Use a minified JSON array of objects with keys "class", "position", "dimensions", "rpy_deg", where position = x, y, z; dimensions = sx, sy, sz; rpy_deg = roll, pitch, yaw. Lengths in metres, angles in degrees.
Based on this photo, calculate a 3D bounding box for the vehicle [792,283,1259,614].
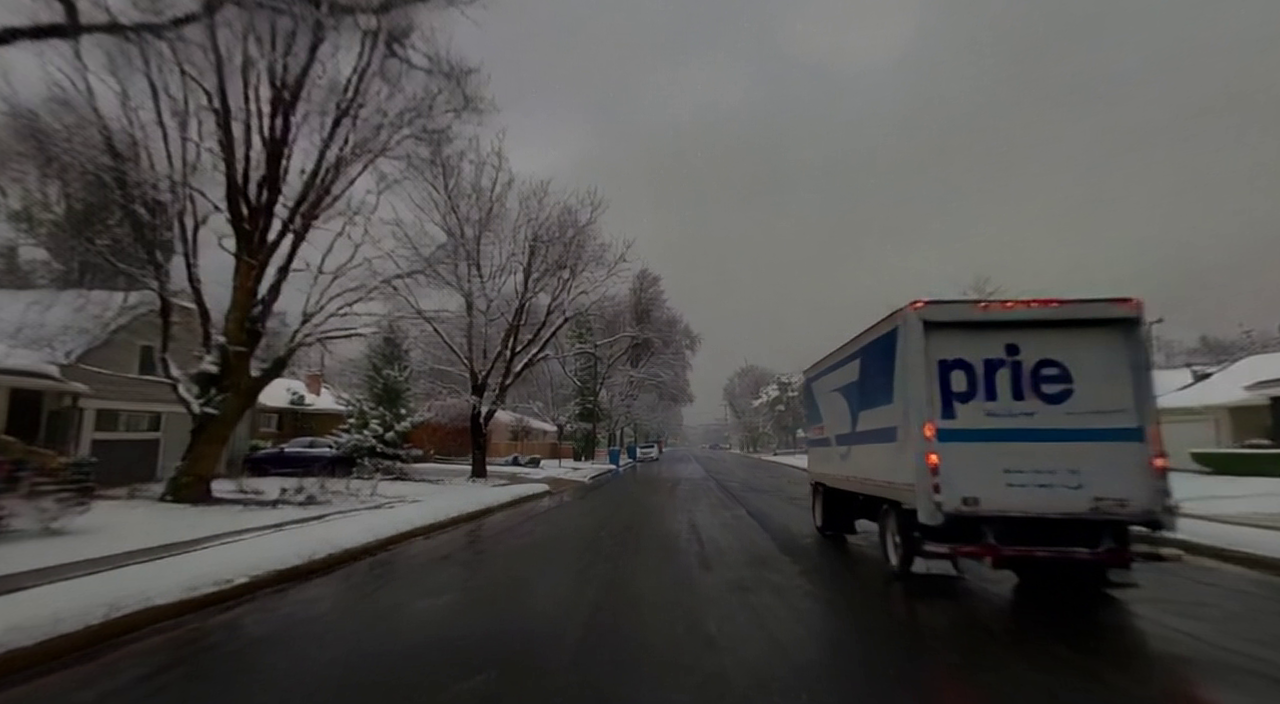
[{"class":"vehicle","position":[4.400,1.414,9.672],"dimensions":[2.924,3.018,7.600],"rpy_deg":[-1,-9,6]}]
